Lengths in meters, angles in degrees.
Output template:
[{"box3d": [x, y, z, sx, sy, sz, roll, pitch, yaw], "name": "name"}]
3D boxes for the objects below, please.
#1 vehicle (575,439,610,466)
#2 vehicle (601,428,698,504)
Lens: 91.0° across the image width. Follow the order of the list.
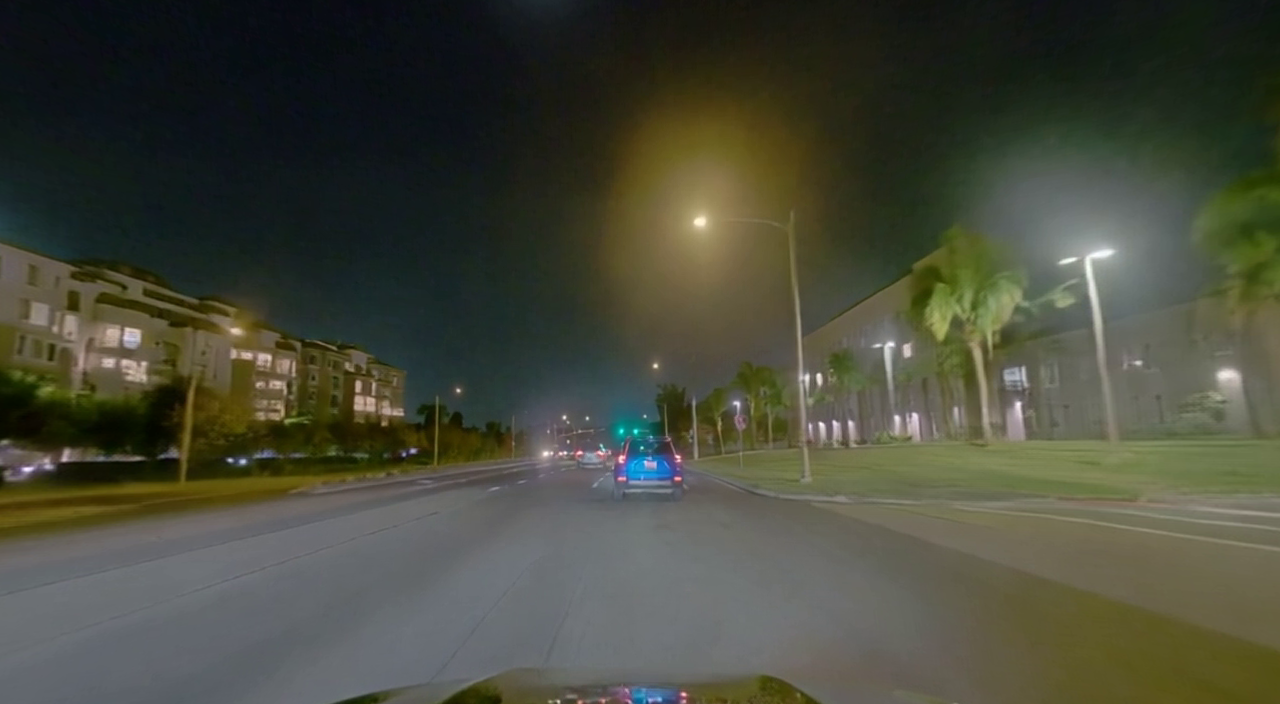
[{"box3d": [-3.405, 7.348, 46.124, 2.169, 1.796, 4.821, 0, -9, 1], "name": "vehicle"}, {"box3d": [0.181, 2.904, 16.450, 2.198, 1.706, 4.166, 0, -9, -1], "name": "vehicle"}]
